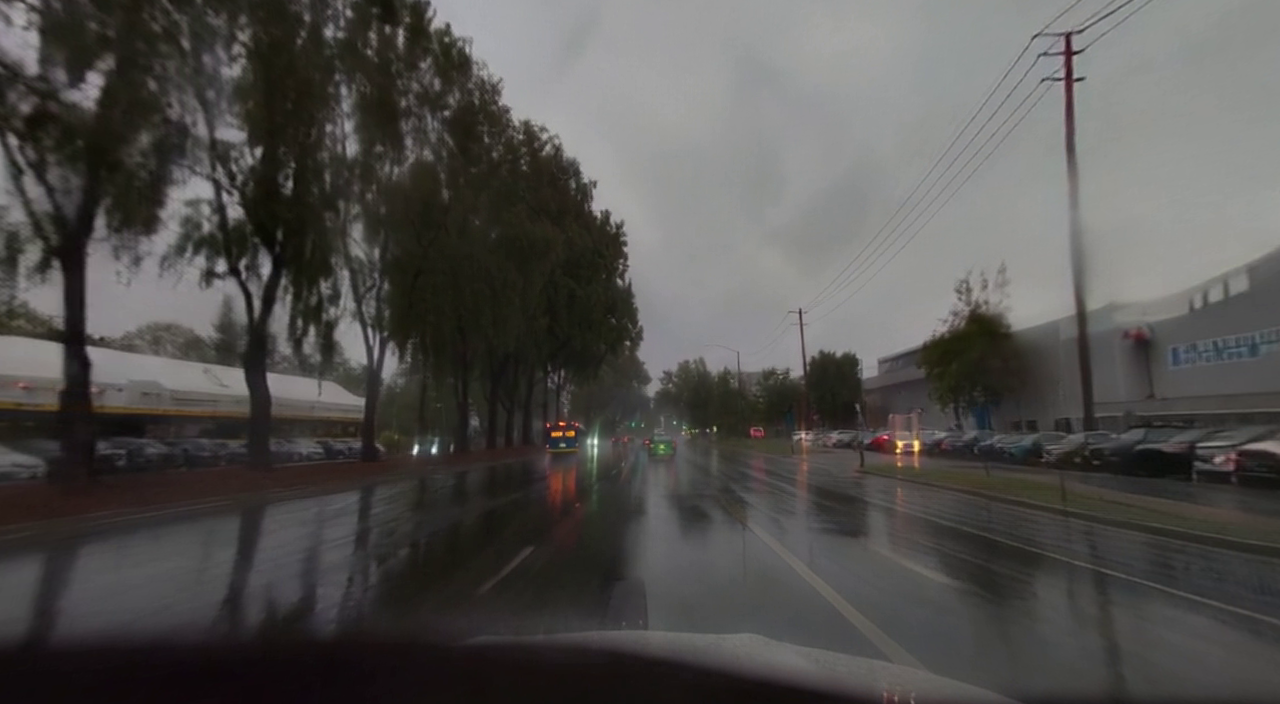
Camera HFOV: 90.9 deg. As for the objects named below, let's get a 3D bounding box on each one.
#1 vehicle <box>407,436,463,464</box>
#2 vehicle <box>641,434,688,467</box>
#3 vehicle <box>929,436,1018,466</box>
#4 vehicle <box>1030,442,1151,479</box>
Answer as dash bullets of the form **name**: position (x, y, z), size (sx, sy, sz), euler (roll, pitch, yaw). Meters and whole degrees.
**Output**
- **vehicle**: position (-13.735, 6.619, 42.611), size (2.126, 1.742, 4.517), euler (0, -9, 2)
- **vehicle**: position (1.143, 4.885, 31.284), size (2.123, 1.498, 4.226), euler (0, -9, 0)
- **vehicle**: position (19.694, 5.882, 37.633), size (2.229, 1.661, 5.991), euler (0, -9, 2)
- **vehicle**: position (19.198, 4.625, 27.190), size (1.849, 1.466, 4.831), euler (-1, -9, 3)
